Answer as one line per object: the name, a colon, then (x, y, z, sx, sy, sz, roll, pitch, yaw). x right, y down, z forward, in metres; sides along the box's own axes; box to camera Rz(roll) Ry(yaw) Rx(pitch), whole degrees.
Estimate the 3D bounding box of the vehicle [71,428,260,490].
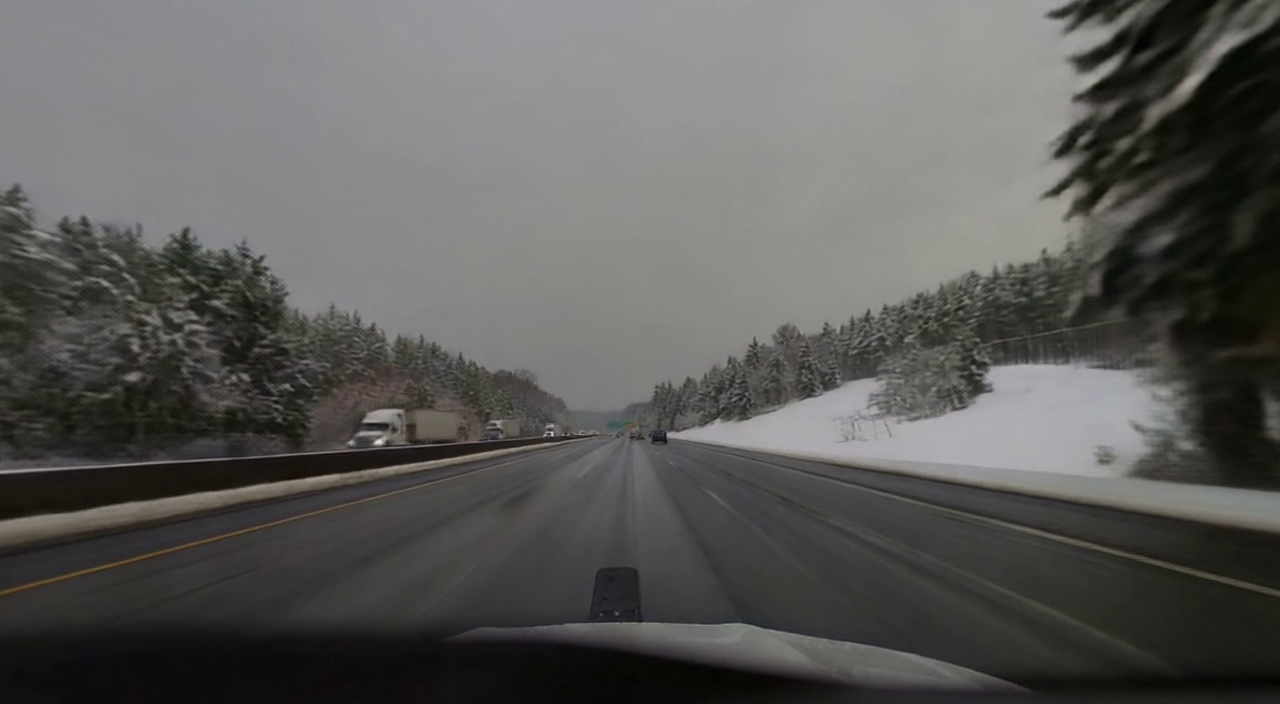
vehicle: (-12.833, 2.880, 17.444, 1.871, 1.479, 4.391, 0, -8, -1)
